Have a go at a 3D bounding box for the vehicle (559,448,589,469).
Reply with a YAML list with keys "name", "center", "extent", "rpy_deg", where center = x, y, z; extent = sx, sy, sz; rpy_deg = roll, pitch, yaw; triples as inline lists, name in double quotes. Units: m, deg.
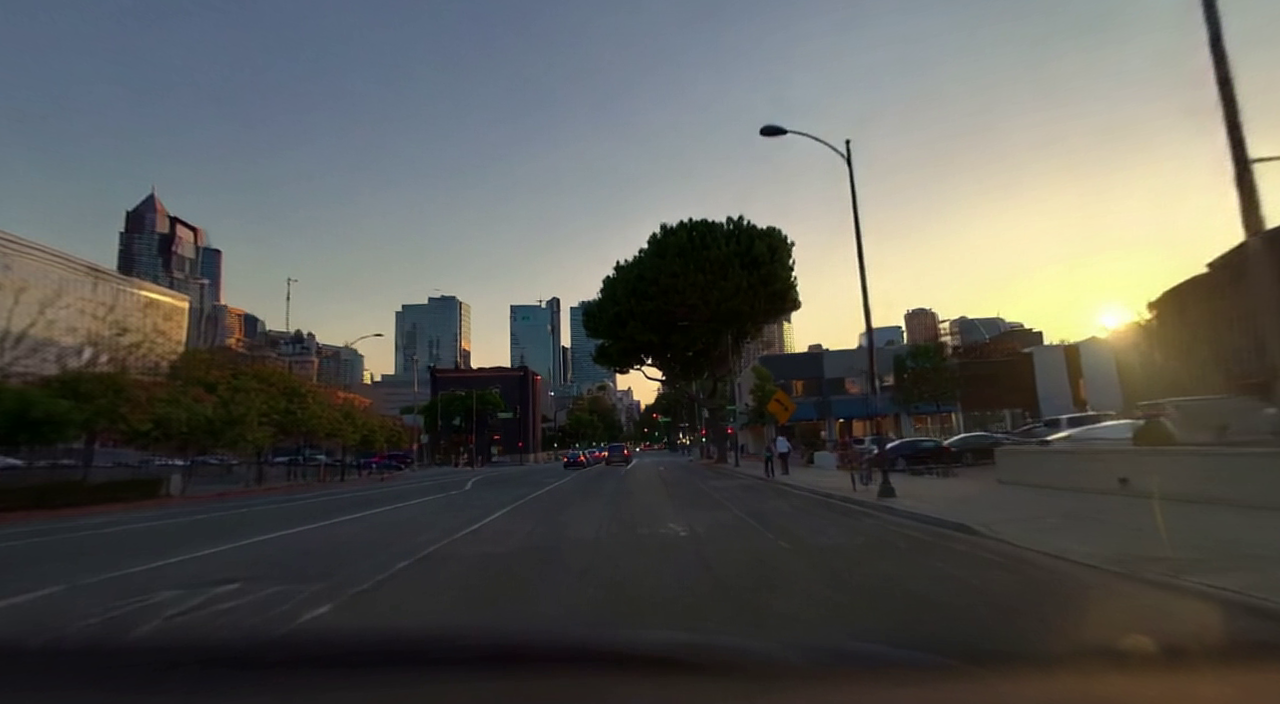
- name: "vehicle"
  center: [-5.105, 8.243, 49.120]
  extent: [1.889, 1.572, 3.599]
  rpy_deg: [0, -8, 1]
